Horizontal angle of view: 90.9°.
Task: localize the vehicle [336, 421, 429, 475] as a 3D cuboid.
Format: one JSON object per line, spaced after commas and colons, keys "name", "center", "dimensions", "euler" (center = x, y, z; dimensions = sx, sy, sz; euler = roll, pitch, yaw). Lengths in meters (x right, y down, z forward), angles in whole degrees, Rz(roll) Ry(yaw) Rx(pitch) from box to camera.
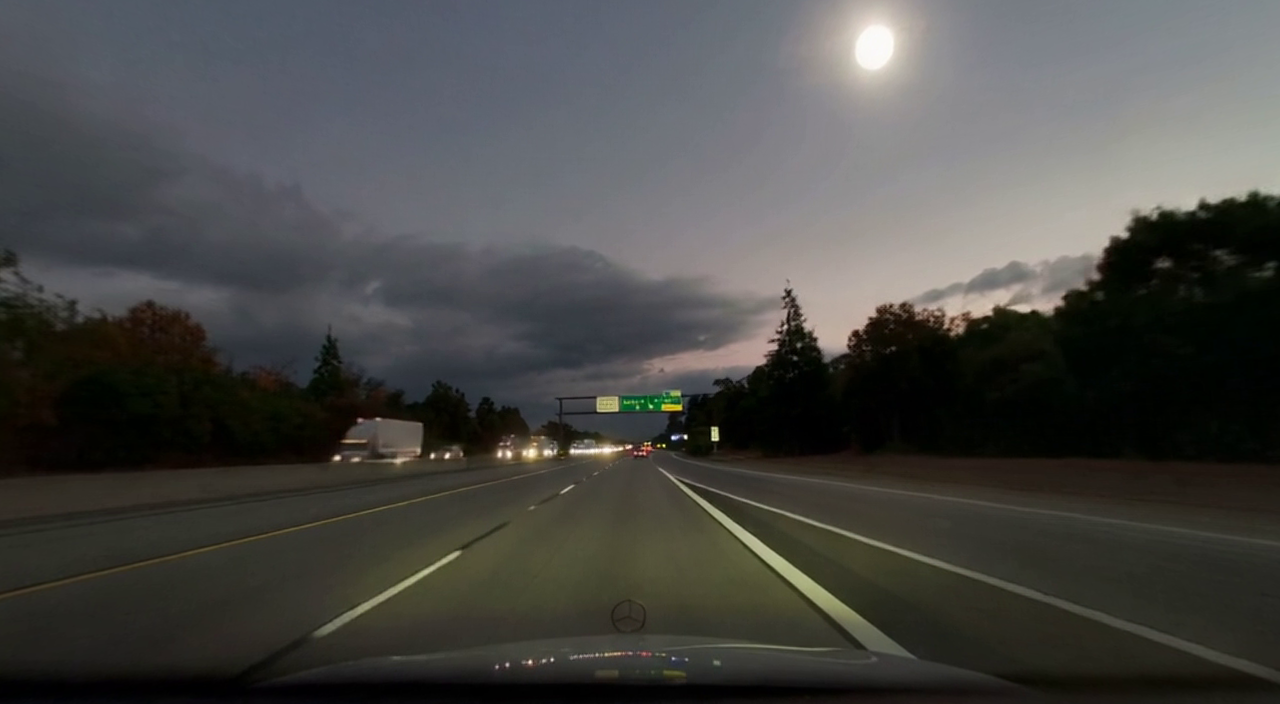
{"name": "vehicle", "center": [-19.644, 7.474, 49.038], "dimensions": [3.133, 3.697, 10.453], "euler": [0, -9, -2]}
